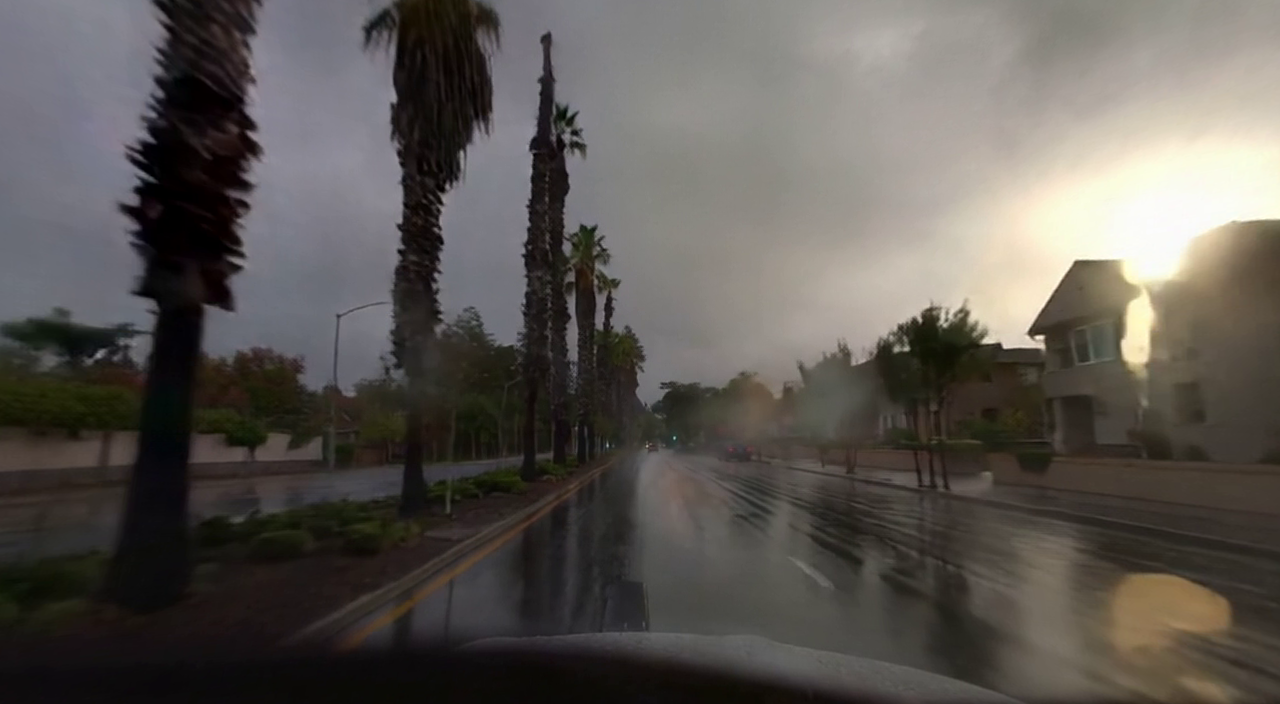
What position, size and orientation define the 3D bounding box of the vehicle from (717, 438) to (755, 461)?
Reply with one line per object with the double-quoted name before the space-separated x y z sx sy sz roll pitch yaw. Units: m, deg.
"vehicle" 7.200 7.403 47.776 2.126 1.639 4.539 0 -8 -1
